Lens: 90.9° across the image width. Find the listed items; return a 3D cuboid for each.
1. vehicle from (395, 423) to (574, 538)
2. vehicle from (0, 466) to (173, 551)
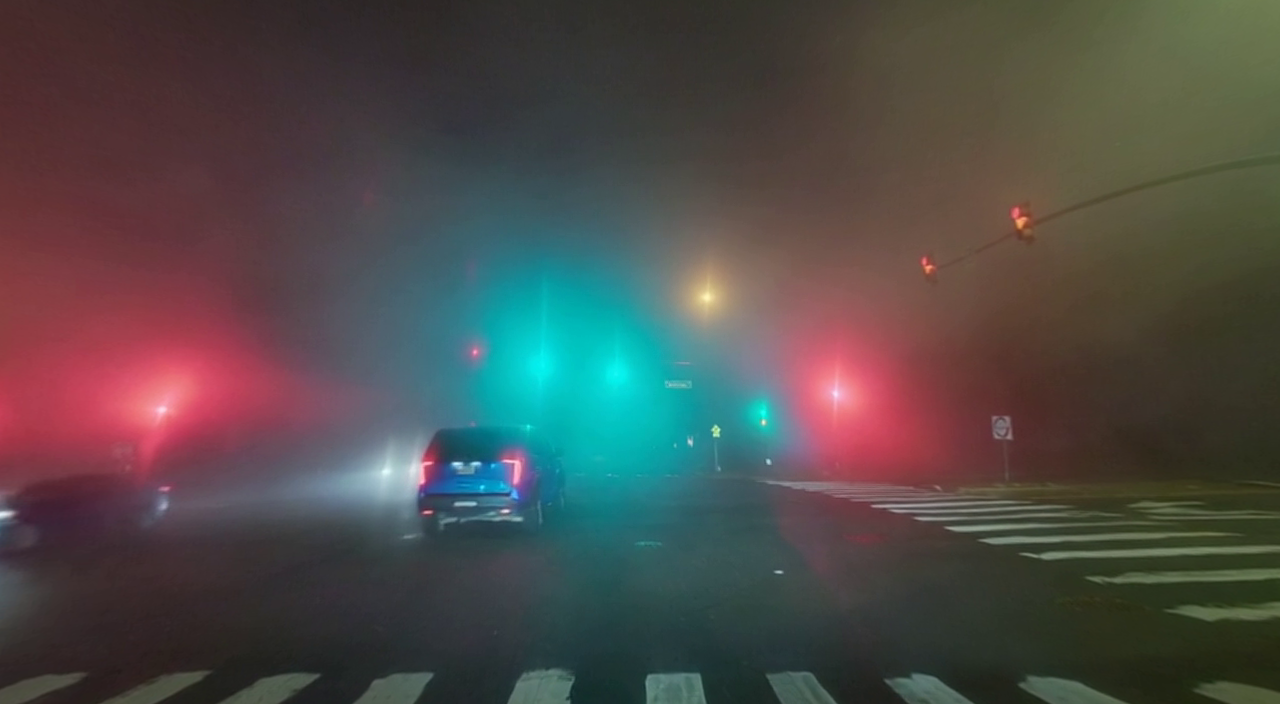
[{"bbox_3d":[-2.718,2.379,12.302,2.123,1.799,4.425,-1,-9,3],"label":"vehicle"},{"bbox_3d":[-13.054,3.325,13.880,1.913,1.461,4.546,-1,-9,2],"label":"vehicle"}]
